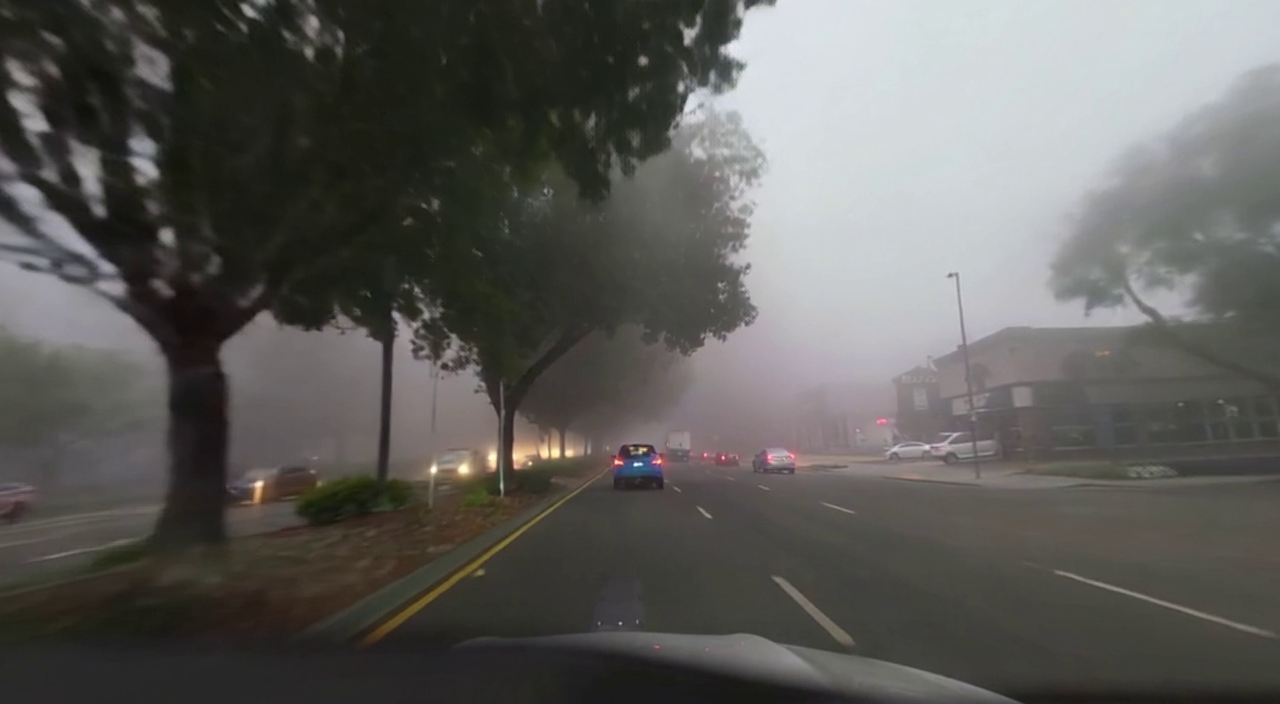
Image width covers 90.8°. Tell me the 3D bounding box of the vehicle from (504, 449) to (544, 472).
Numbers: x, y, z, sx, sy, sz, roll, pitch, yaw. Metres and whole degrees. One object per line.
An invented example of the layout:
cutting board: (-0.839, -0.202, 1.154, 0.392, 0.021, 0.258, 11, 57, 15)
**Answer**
vehicle: (-8.113, 7.578, 44.525, 1.948, 1.508, 4.749, 0, -9, 0)

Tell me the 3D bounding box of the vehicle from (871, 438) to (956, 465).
vehicle: (19.452, 7.058, 45.073, 4.932, 1.514, 2.327, -3, -7, -5)

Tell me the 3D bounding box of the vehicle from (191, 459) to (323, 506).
vehicle: (-13.893, 4.722, 23.326, 1.974, 1.449, 4.567, 0, -9, 1)

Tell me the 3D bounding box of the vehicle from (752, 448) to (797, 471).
vehicle: (9.141, 7.347, 43.385, 2.045, 1.484, 4.342, 0, -9, -1)

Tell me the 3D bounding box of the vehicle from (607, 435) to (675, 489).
vehicle: (-0.012, 3.954, 23.063, 2.266, 1.762, 4.131, 0, -9, -1)

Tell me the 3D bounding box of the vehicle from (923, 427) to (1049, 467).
vehicle: (19.668, 5.413, 36.171, 5.677, 2.171, 2.393, 0, -8, 4)

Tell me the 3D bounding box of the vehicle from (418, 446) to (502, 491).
vehicle: (-7.482, 4.855, 26.785, 2.078, 1.694, 4.611, 0, -9, 2)
